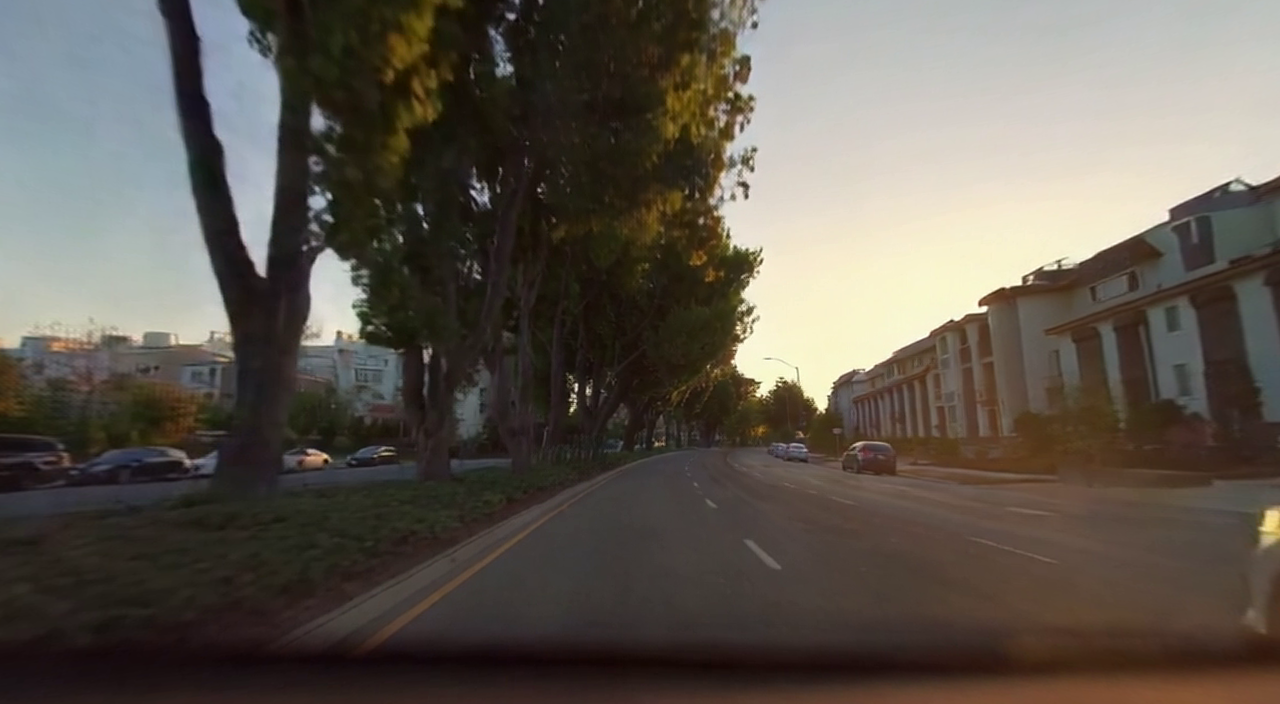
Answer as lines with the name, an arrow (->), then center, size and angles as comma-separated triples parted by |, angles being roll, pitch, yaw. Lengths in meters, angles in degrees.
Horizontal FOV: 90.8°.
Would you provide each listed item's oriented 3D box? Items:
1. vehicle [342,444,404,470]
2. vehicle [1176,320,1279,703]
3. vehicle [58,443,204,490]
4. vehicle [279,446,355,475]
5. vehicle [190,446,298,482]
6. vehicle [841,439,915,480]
vehicle -> -17.441, 6.960, 41.583 | 1.908, 1.500, 4.470 | -3, -11, 4
vehicle -> 3.800, 0.491, 0.748 | 2.215, 1.812, 4.569 | 0, -9, -1
vehicle -> -18.736, 4.219, 23.549 | 1.802, 1.487, 4.359 | -2, -9, 0
vehicle -> -18.059, 6.100, 35.583 | 1.829, 1.452, 4.562 | -2, -9, 1
vehicle -> -18.342, 5.191, 29.553 | 1.823, 1.455, 4.680 | -3, -9, 3
vehicle -> 11.311, 5.125, 30.391 | 2.037, 1.655, 4.760 | 3, -8, 4
